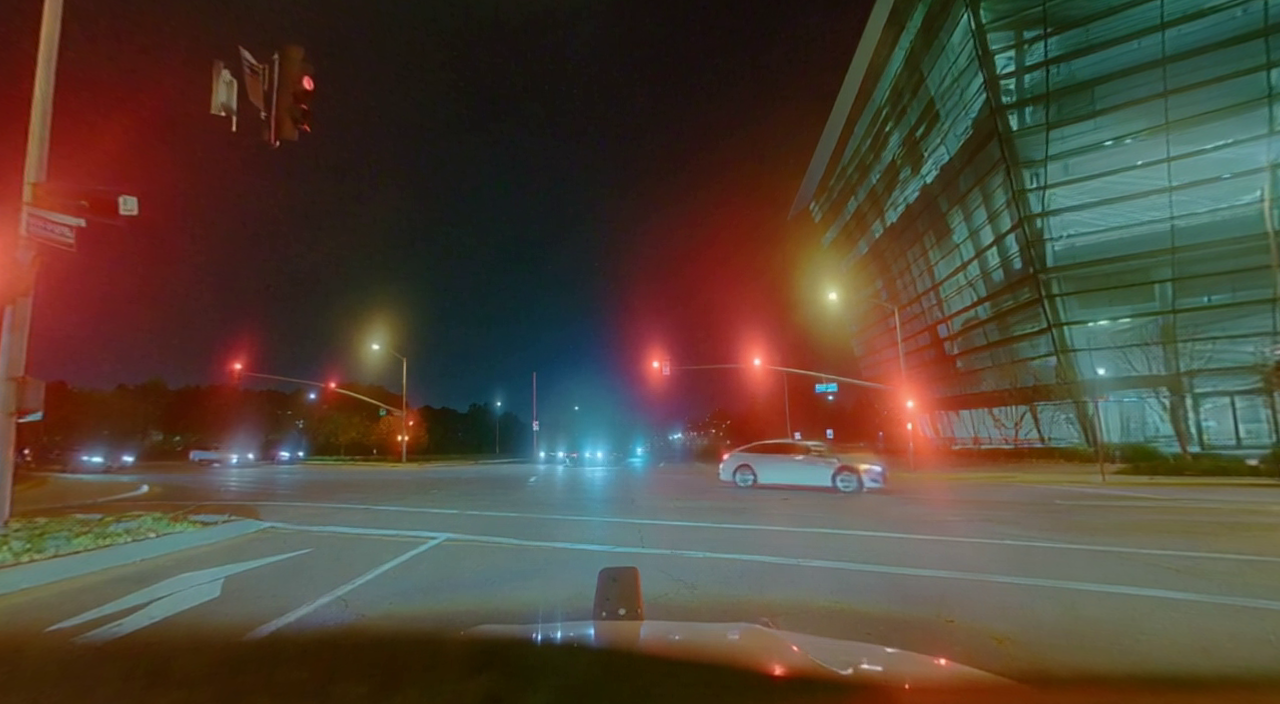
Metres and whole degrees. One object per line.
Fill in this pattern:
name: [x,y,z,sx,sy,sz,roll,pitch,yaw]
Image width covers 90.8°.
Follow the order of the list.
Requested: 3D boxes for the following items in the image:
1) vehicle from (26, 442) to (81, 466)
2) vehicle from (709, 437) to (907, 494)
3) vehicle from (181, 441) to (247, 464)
vehicle: [-35.700,6.176,38.416,4.323,1.390,1.953,-8,-11,42]
vehicle: [4.990,3.399,19.319,5.408,1.505,2.091,-7,-11,37]
vehicle: [-28.321,6.645,41.975,4.380,1.455,1.869,-5,-10,31]
